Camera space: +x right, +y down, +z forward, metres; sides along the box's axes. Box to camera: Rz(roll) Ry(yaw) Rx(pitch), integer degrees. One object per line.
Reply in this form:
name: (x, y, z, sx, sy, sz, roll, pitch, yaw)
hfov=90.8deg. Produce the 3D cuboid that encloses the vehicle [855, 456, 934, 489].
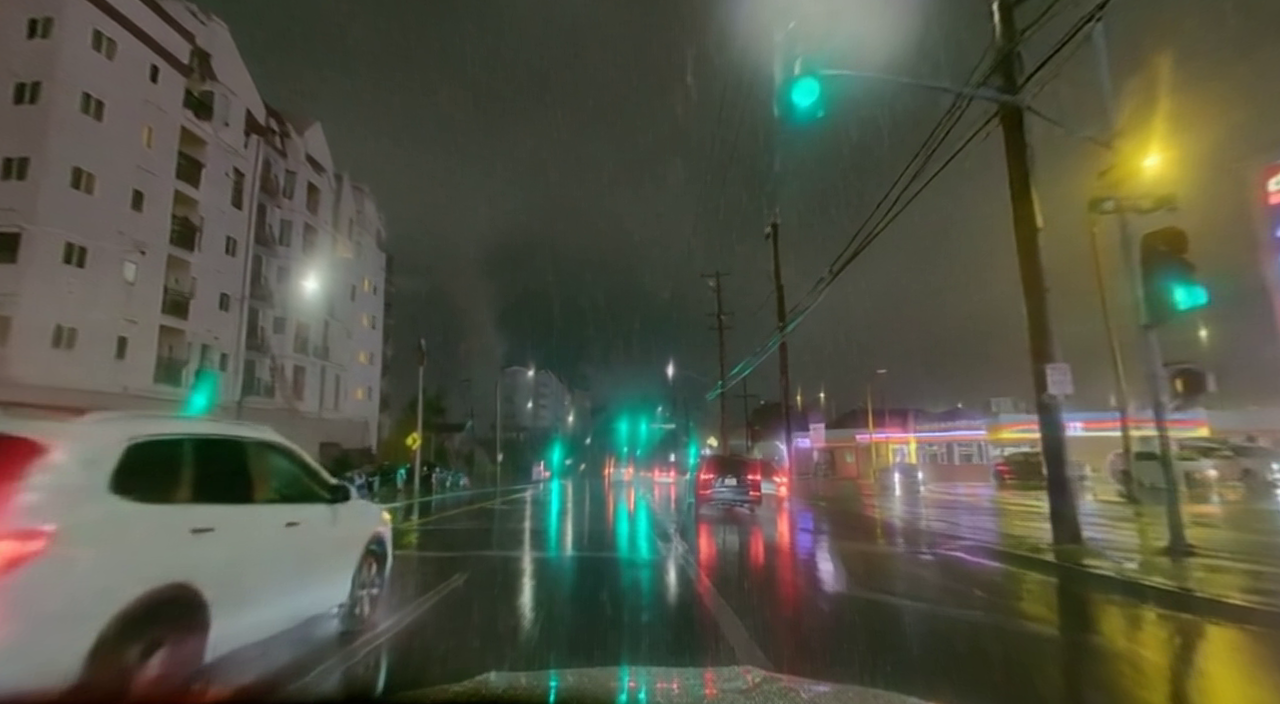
vehicle: (13.020, 6.182, 32.650, 1.846, 1.480, 4.649, 0, -9, -4)

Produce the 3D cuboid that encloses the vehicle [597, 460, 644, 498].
vehicle: (-0.856, 5.756, 28.856, 1.999, 1.487, 3.939, 0, -8, -1)

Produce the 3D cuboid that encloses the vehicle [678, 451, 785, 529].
vehicle: (2.168, 3.411, 16.216, 1.945, 1.647, 4.160, 0, -8, -3)

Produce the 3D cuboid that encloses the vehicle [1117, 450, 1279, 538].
vehicle: (12.322, 2.834, 13.095, 4.048, 1.539, 1.820, 3, -9, -19)

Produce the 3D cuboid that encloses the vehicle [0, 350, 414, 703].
vehicle: (-3.309, 1.118, 3.888, 2.221, 1.706, 4.451, 0, -8, -1)

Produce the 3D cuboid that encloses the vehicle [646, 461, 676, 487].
vehicle: (1.485, 8.901, 46.376, 1.953, 1.687, 4.094, 0, -8, -2)
